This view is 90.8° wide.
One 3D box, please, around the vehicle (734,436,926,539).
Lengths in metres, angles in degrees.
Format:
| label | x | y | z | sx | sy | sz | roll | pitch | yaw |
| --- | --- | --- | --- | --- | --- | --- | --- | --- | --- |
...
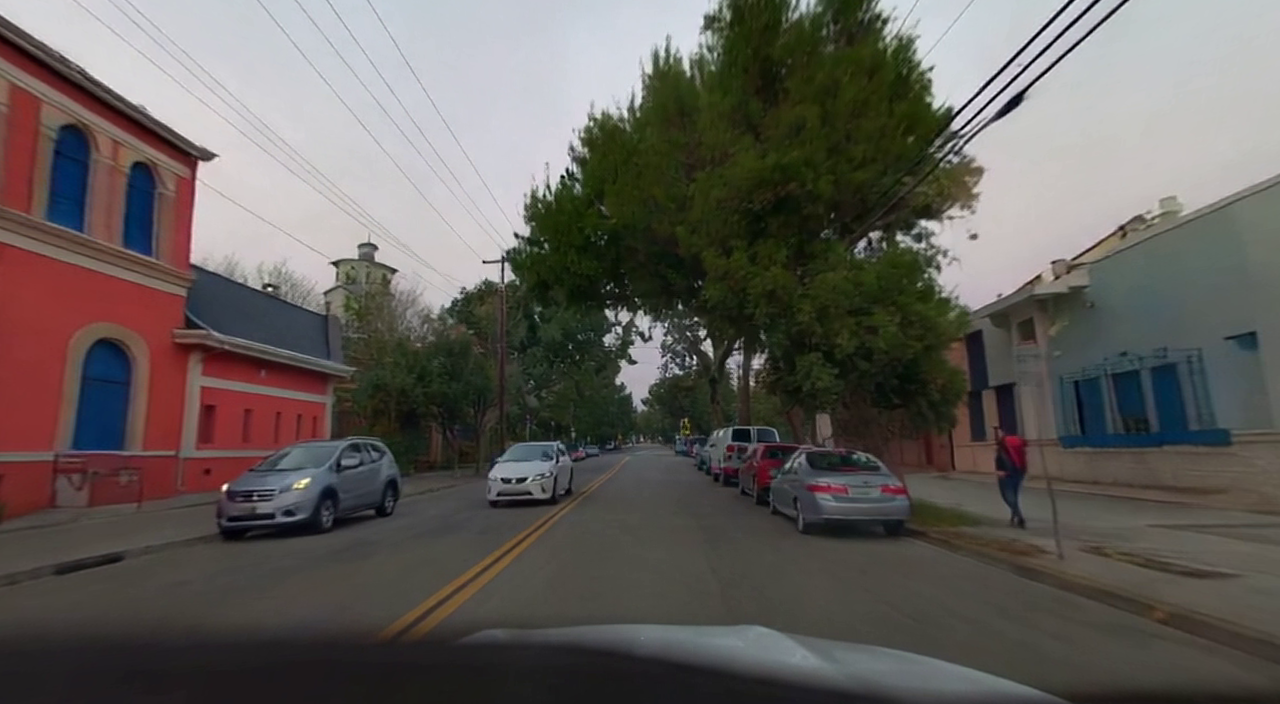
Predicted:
| label | x | y | z | sx | sy | sz | roll | pitch | yaw |
| --- | --- | --- | --- | --- | --- | --- | --- | --- | --- |
| vehicle | 3.093 | 2.318 | 11.471 | 1.966 | 1.471 | 4.552 | 0 | -9 | -1 |

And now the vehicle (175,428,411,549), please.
| label | x | y | z | sx | sy | sz | roll | pitch | yaw |
| --- | --- | --- | --- | --- | --- | --- | --- | --- | --- |
| vehicle | -6.351 | 2.487 | 12.313 | 2.140 | 1.746 | 4.385 | -4 | -8 | 0 |

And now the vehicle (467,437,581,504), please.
| label | x | y | z | sx | sy | sz | roll | pitch | yaw |
| --- | --- | --- | --- | --- | --- | --- | --- | --- | --- |
| vehicle | -2.882 | 3.080 | 16.798 | 2.036 | 1.515 | 4.437 | -1 | -9 | 2 |

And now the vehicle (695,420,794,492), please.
| label | x | y | z | sx | sy | sz | roll | pitch | yaw |
| --- | --- | --- | --- | --- | --- | --- | --- | --- | --- |
| vehicle | 3.148 | 3.288 | 20.199 | 2.263 | 1.996 | 4.870 | 0 | -9 | 0 |
